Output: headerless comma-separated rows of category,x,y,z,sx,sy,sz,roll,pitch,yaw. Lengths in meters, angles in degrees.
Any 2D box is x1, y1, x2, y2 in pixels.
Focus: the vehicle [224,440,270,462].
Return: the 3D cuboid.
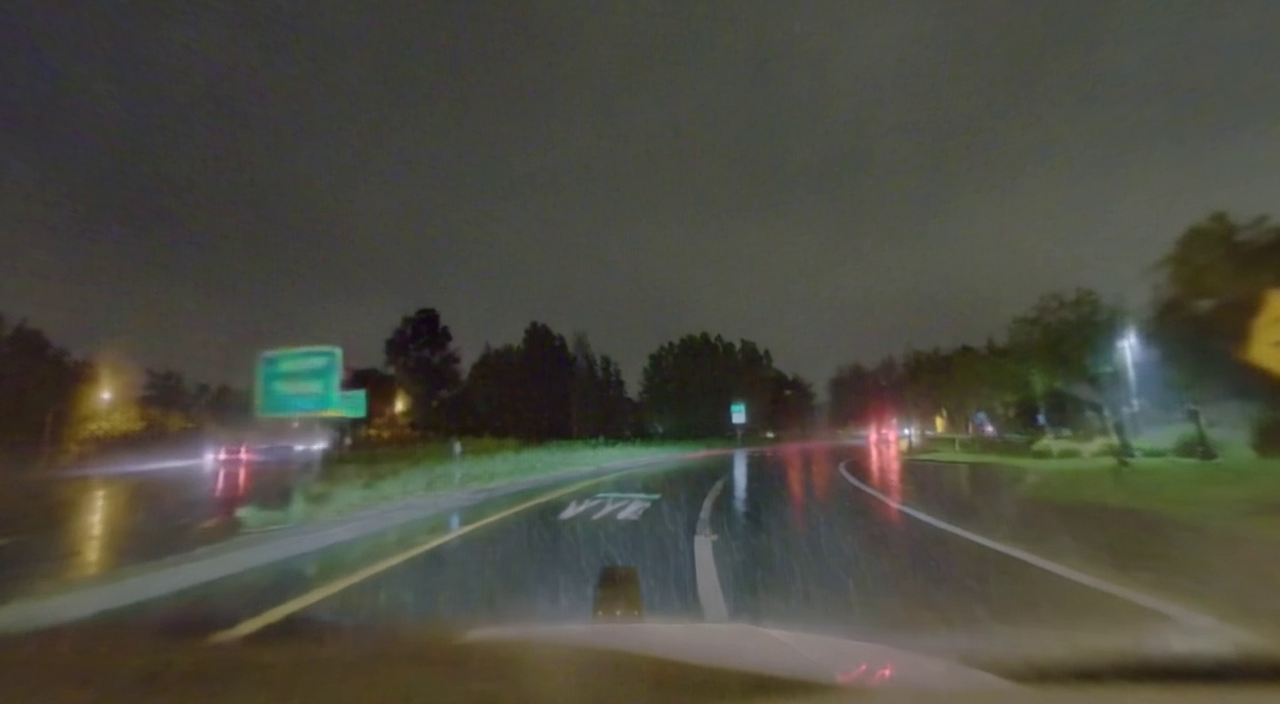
vehicle,-28.428,7.175,45.819,2.108,1.472,4.099,3,-9,-22
